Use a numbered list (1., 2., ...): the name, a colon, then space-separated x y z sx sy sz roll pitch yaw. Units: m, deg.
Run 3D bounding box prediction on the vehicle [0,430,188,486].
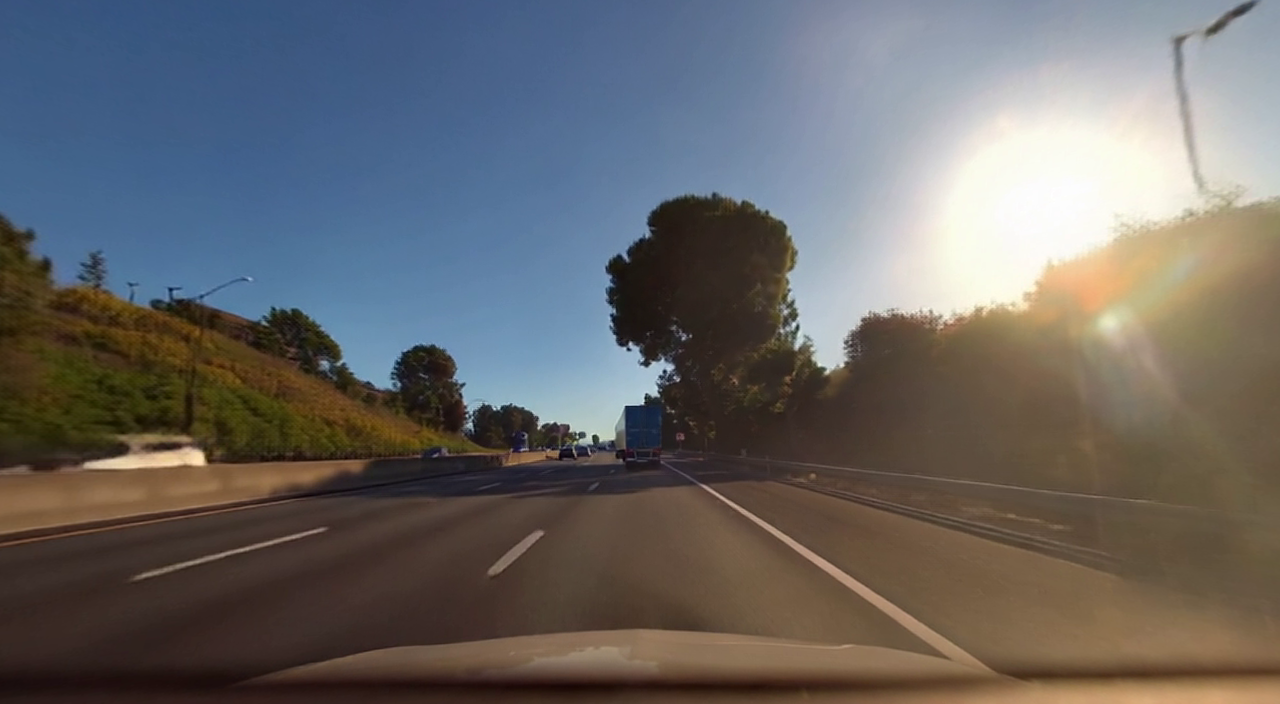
1. vehicle: -16.828 3.296 19.783 1.878 1.537 4.489 0 -9 0
